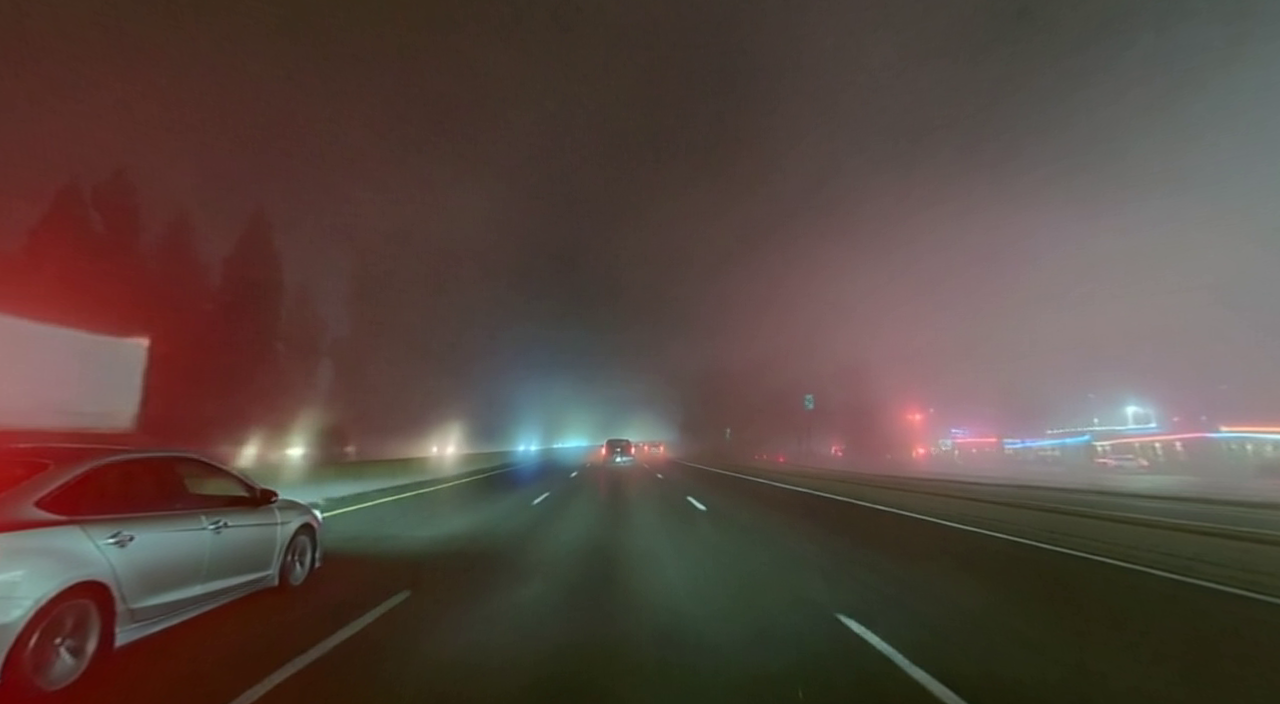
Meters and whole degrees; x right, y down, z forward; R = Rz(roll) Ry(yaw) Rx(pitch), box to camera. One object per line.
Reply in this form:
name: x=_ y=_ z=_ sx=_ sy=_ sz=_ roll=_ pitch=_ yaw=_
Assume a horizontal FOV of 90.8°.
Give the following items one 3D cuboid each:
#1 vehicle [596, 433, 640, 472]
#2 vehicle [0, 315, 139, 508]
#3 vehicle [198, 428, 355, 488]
vehicle: x=-1.138 y=5.281 z=33.306 sx=2.155 sy=1.856 sz=4.796 roll=0 pitch=-8 yaw=-1
vehicle: x=-15.309 y=0.629 z=9.256 sx=2.879 sy=4.182 sz=16.554 roll=0 pitch=-8 yaw=-2
vehicle: x=-11.390 y=3.368 z=20.352 sx=2.084 sy=1.683 sz=5.021 roll=0 pitch=-8 yaw=0
